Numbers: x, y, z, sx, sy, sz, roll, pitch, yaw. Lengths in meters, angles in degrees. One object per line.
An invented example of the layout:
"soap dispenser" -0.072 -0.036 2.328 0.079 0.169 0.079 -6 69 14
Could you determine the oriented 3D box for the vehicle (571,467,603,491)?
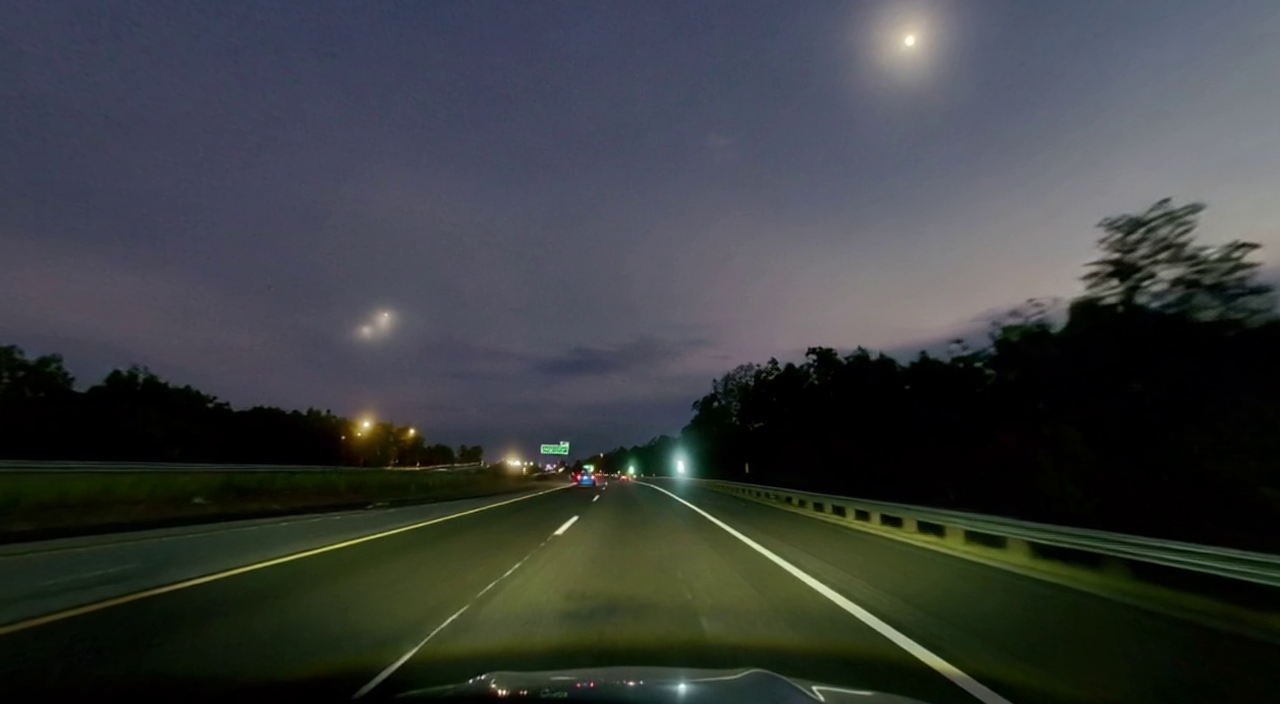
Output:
"vehicle" -3.783 9.140 45.470 1.967 1.556 4.364 1 -10 -1
